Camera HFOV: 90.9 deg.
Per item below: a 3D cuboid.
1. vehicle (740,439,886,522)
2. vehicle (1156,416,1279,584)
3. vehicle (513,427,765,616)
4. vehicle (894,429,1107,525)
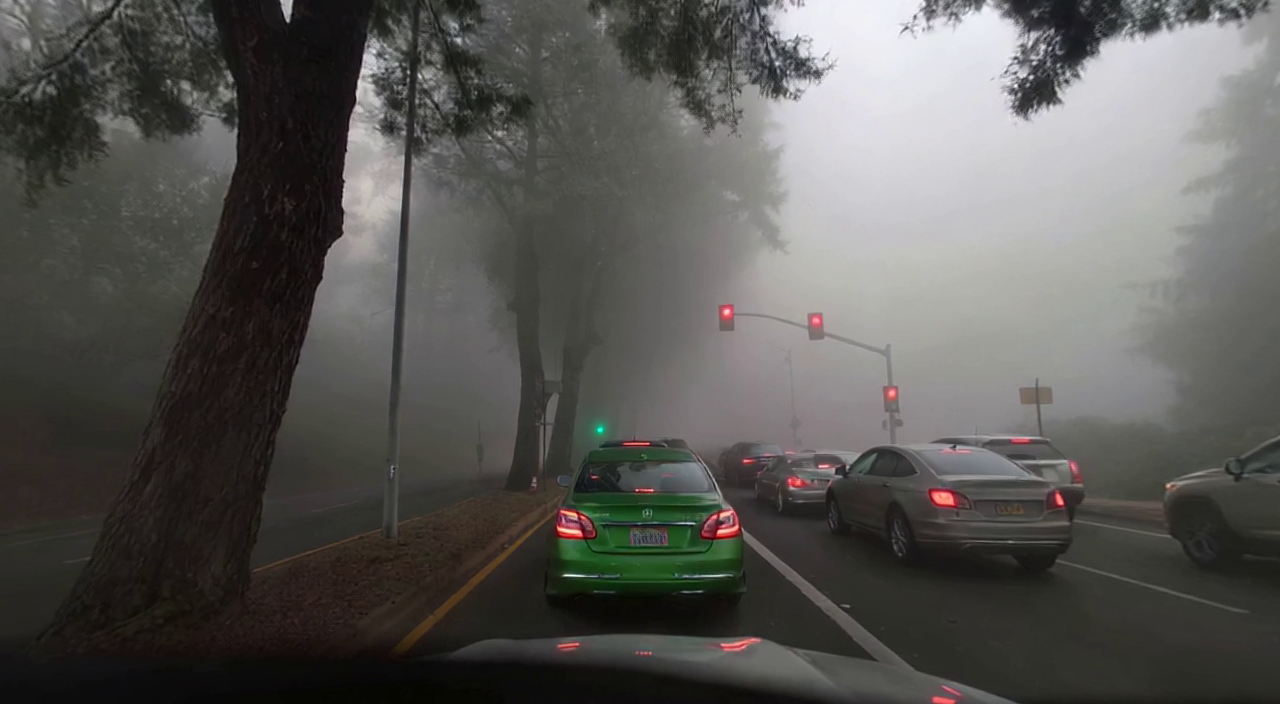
[{"bbox_3d":[3.536,2.718,13.823,1.934,1.494,4.446,0,-9,0],"label":"vehicle"},{"bbox_3d":[6.936,1.337,5.573,1.783,1.572,3.421,0,-9,1],"label":"vehicle"},{"bbox_3d":[0.012,1.679,7.096,2.015,1.502,3.898,0,-9,1],"label":"vehicle"},{"bbox_3d":[7.019,2.467,12.903,1.923,1.611,4.094,0,-9,0],"label":"vehicle"}]
